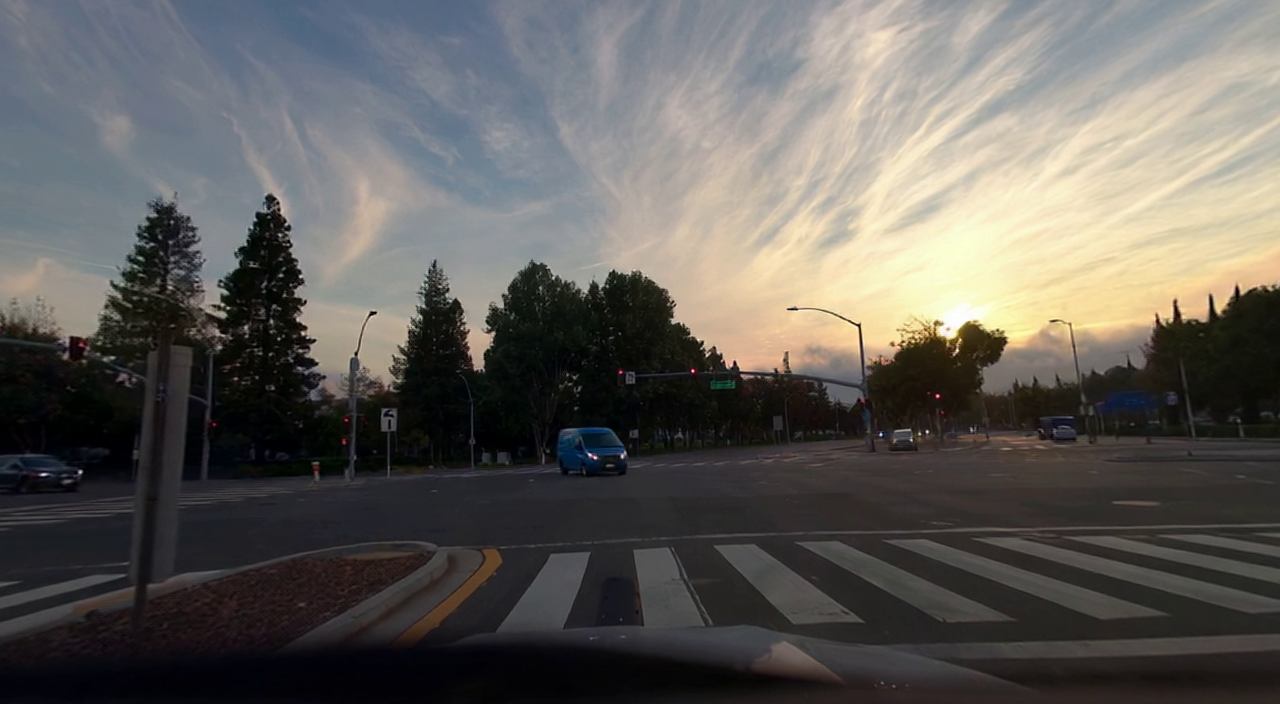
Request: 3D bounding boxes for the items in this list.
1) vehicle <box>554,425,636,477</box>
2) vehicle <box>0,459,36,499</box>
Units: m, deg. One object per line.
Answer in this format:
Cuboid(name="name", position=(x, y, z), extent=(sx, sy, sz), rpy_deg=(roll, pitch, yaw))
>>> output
Cuboid(name="vehicle", position=(-2.434, 5.046, 32.512), extent=(2.465, 2.404, 5.791), rpy_deg=(3, -9, -23))
Cuboid(name="vehicle", position=(-44.537, 8.791, 43.986), extent=(2.529, 2.543, 5.861), rpy_deg=(6, -10, -35))
